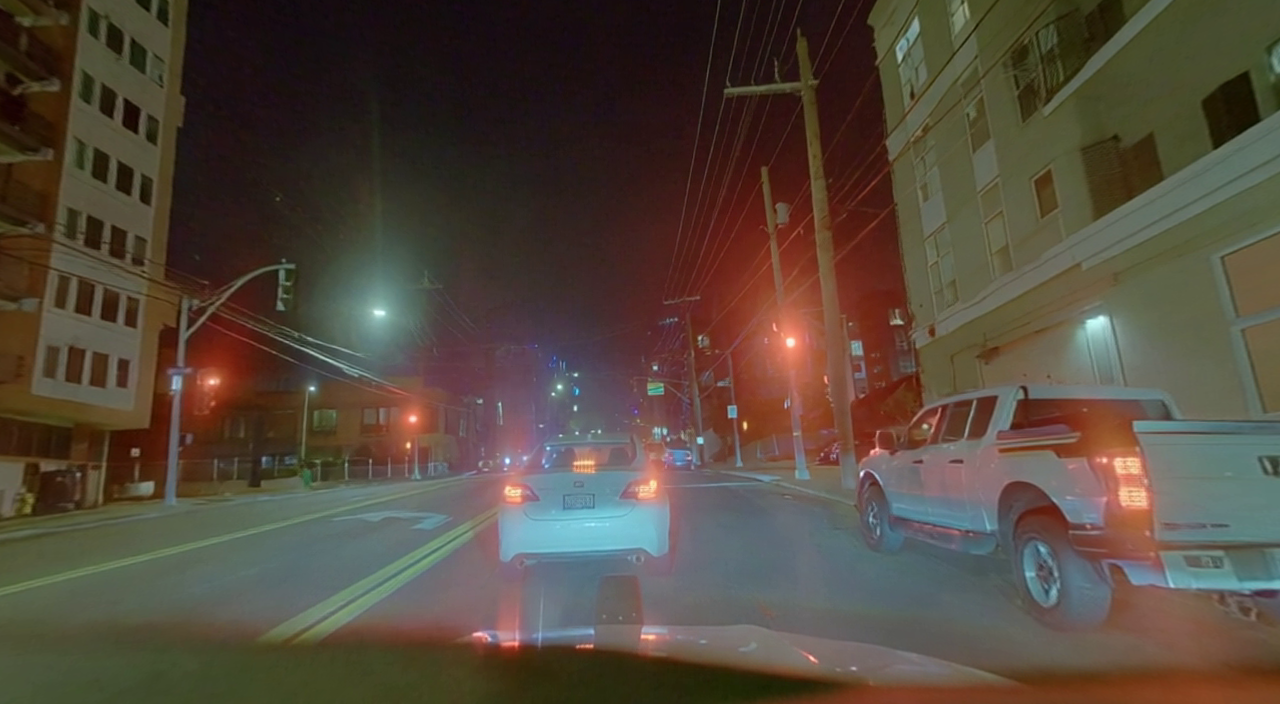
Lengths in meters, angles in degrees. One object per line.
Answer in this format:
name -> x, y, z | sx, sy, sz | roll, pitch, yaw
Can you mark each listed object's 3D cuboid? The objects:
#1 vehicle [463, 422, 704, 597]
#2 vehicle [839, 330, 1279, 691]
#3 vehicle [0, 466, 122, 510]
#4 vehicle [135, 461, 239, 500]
vehicle -> -0.478, 1.631, 7.435 | 2.019, 1.453, 4.129 | 0, -8, 0
vehicle -> 3.835, 1.202, 5.974 | 2.248, 1.945, 5.011 | 0, -8, 0
vehicle -> -24.779, 5.773, 26.914 | 3.891, 1.538, 1.698 | -4, -11, 0
vehicle -> -25.354, 7.220, 35.466 | 4.337, 1.739, 1.981 | -5, -11, 1
